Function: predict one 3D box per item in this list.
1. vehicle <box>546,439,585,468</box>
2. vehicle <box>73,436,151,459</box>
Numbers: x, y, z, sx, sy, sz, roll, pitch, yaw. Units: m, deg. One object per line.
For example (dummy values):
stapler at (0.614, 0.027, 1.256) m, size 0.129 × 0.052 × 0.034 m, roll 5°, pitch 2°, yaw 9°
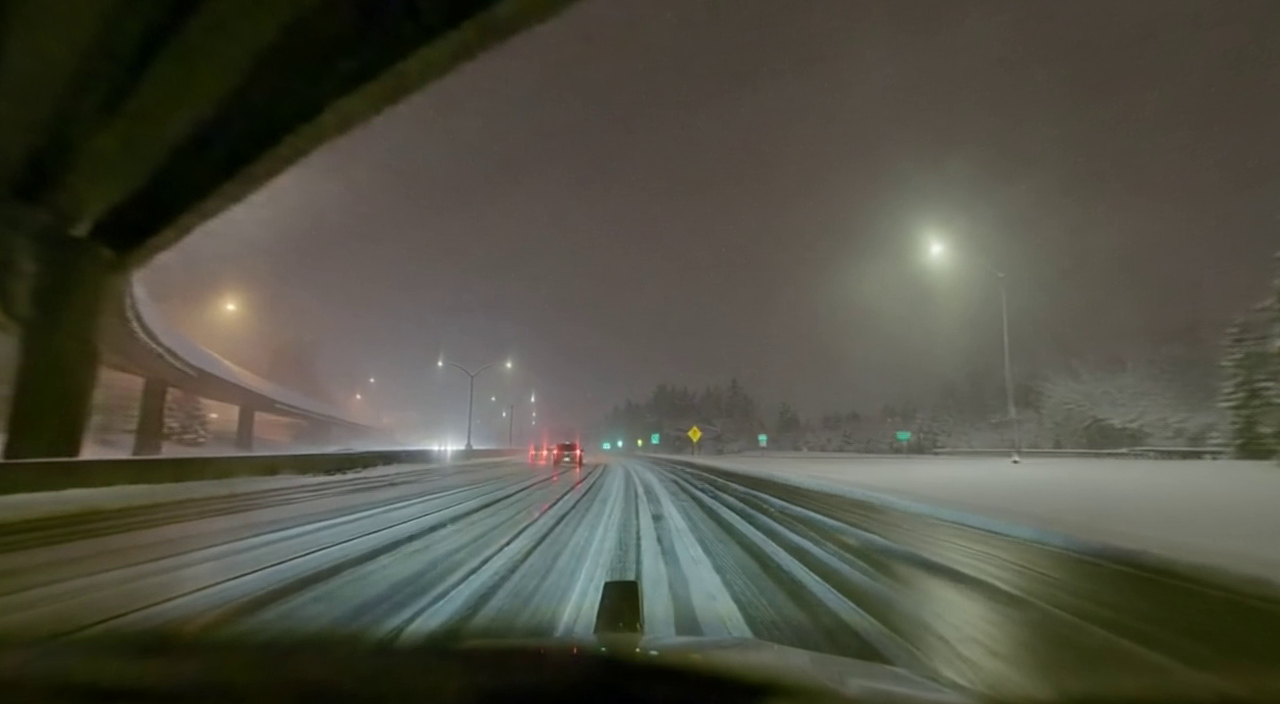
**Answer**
vehicle at (-4.469, 6.146, 38.348) m, size 1.971 × 1.643 × 4.009 m, roll 0°, pitch -8°, yaw -2°
vehicle at (-38.132, 6.913, 45.778) m, size 1.823 × 1.601 × 4.433 m, roll 0°, pitch -8°, yaw -1°
